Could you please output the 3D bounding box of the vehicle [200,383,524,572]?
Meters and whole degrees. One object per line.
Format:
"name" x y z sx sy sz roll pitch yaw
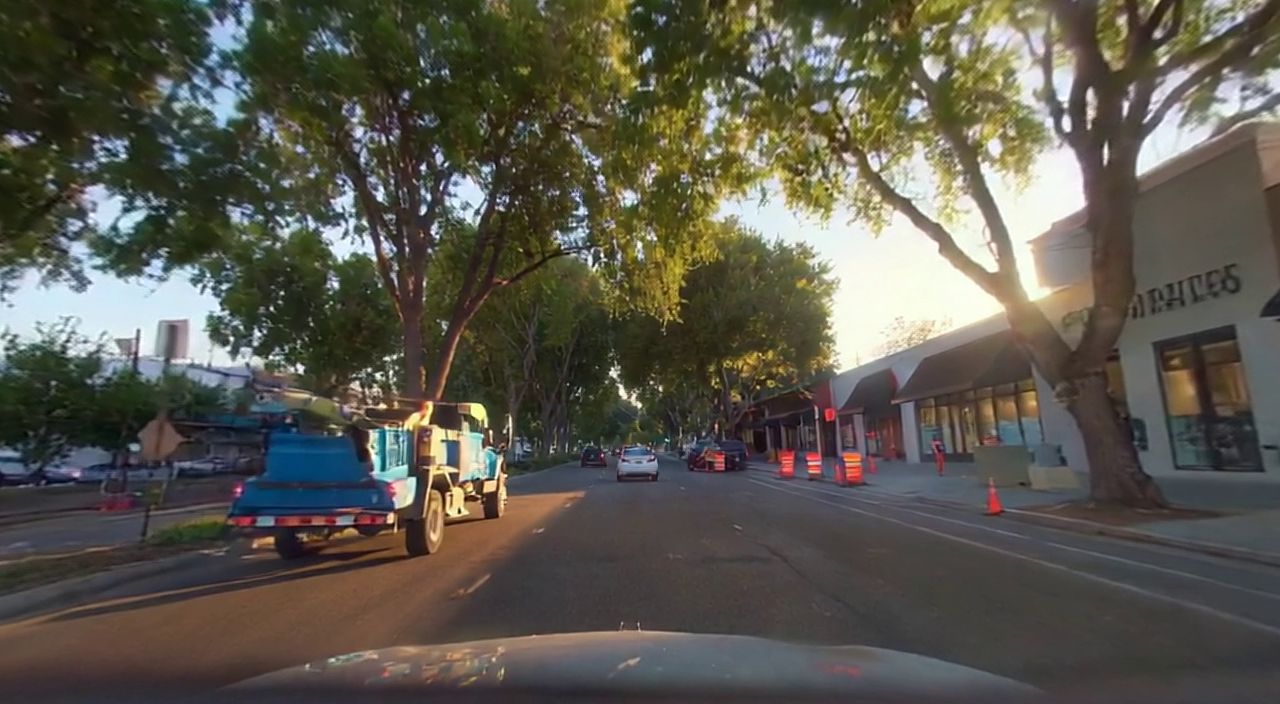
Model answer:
"vehicle" -3.558 1.809 9.804 2.424 2.063 5.678 0 -9 0

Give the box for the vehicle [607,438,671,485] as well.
"vehicle" -0.085 4.480 26.048 2.413 1.748 4.406 0 -9 -1

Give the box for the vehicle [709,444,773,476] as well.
"vehicle" 5.330 5.771 33.938 2.082 1.601 4.451 1 -9 -9
